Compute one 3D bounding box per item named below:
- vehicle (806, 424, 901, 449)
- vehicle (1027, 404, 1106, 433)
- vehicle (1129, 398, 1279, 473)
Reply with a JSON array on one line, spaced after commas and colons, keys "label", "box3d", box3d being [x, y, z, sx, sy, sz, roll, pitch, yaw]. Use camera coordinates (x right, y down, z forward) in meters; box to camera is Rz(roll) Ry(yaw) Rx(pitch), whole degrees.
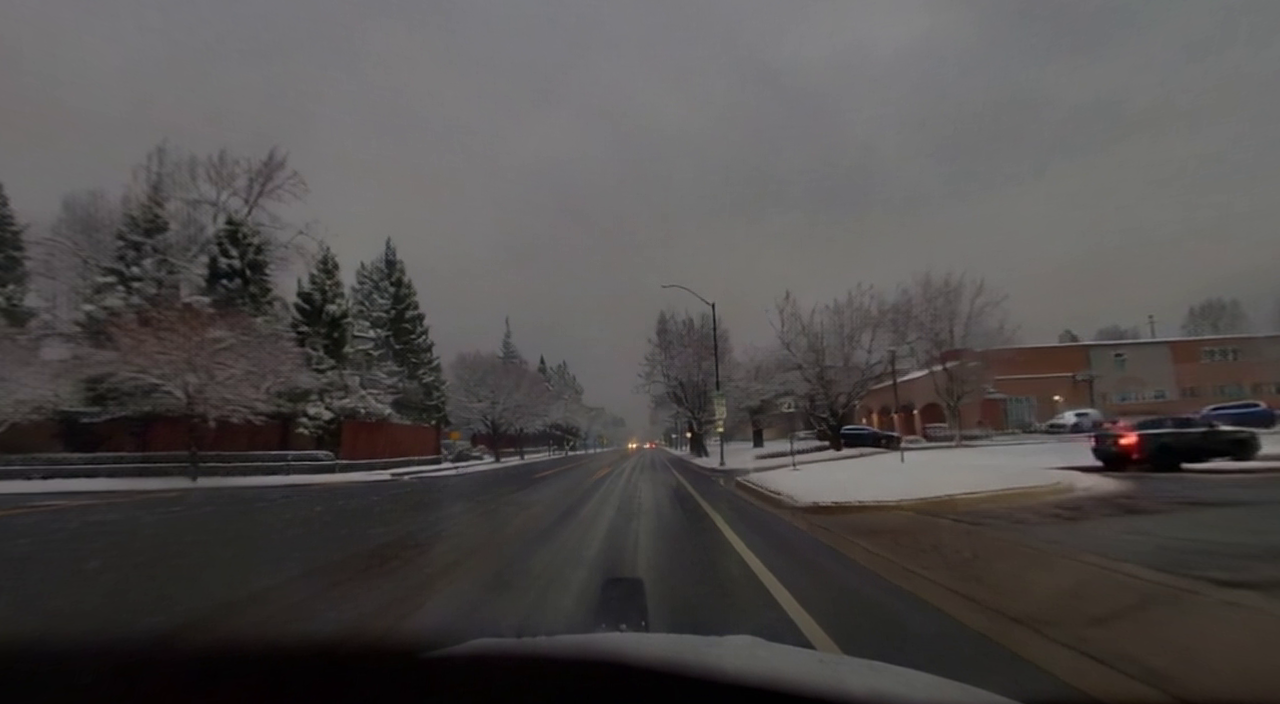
[{"label": "vehicle", "box3d": [12.773, 5.096, 37.924, 4.955, 1.489, 2.002, 0, -8, 1]}, {"label": "vehicle", "box3d": [27.244, 4.319, 40.457, 1.850, 1.706, 4.610, 0, -8, 0]}, {"label": "vehicle", "box3d": [13.702, 1.882, 14.037, 1.927, 1.464, 4.644, 0, -8, 1]}]
